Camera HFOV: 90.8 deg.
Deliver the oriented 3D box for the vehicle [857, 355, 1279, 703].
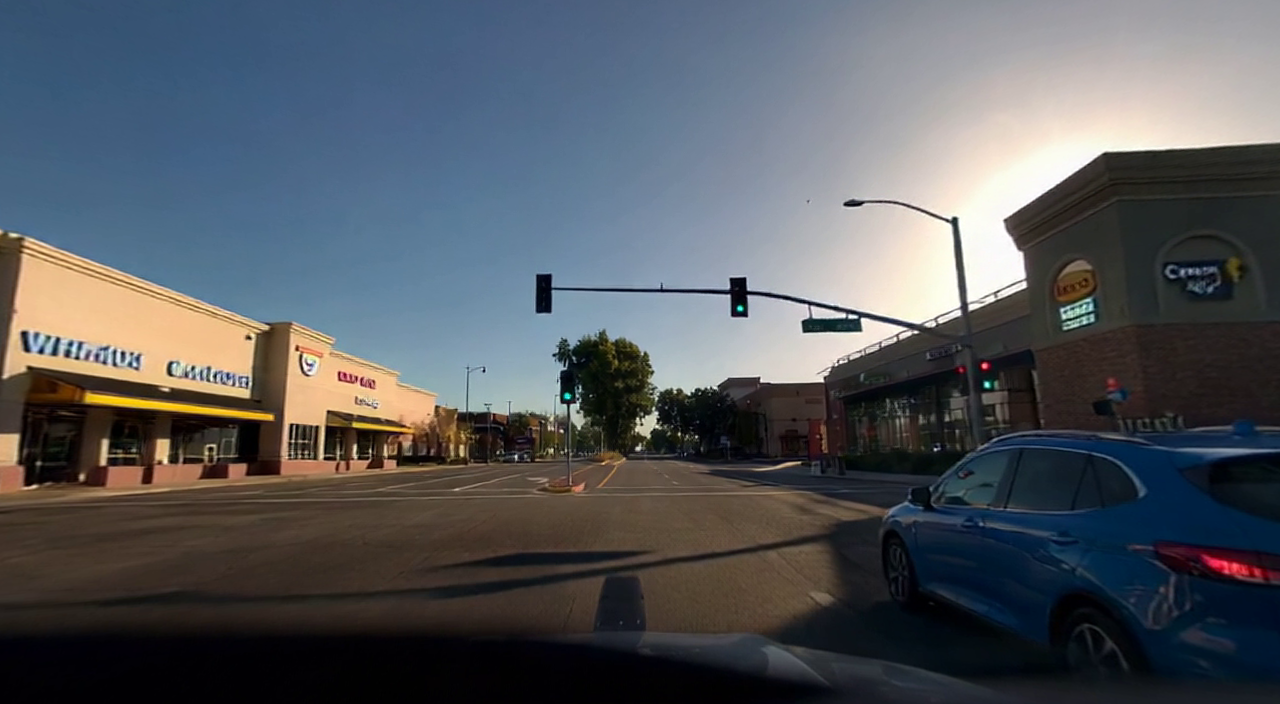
[{"bbox_3d":[3.196,1.077,3.798,2.015,1.641,4.995,0,-8,0],"label":"vehicle"}]
